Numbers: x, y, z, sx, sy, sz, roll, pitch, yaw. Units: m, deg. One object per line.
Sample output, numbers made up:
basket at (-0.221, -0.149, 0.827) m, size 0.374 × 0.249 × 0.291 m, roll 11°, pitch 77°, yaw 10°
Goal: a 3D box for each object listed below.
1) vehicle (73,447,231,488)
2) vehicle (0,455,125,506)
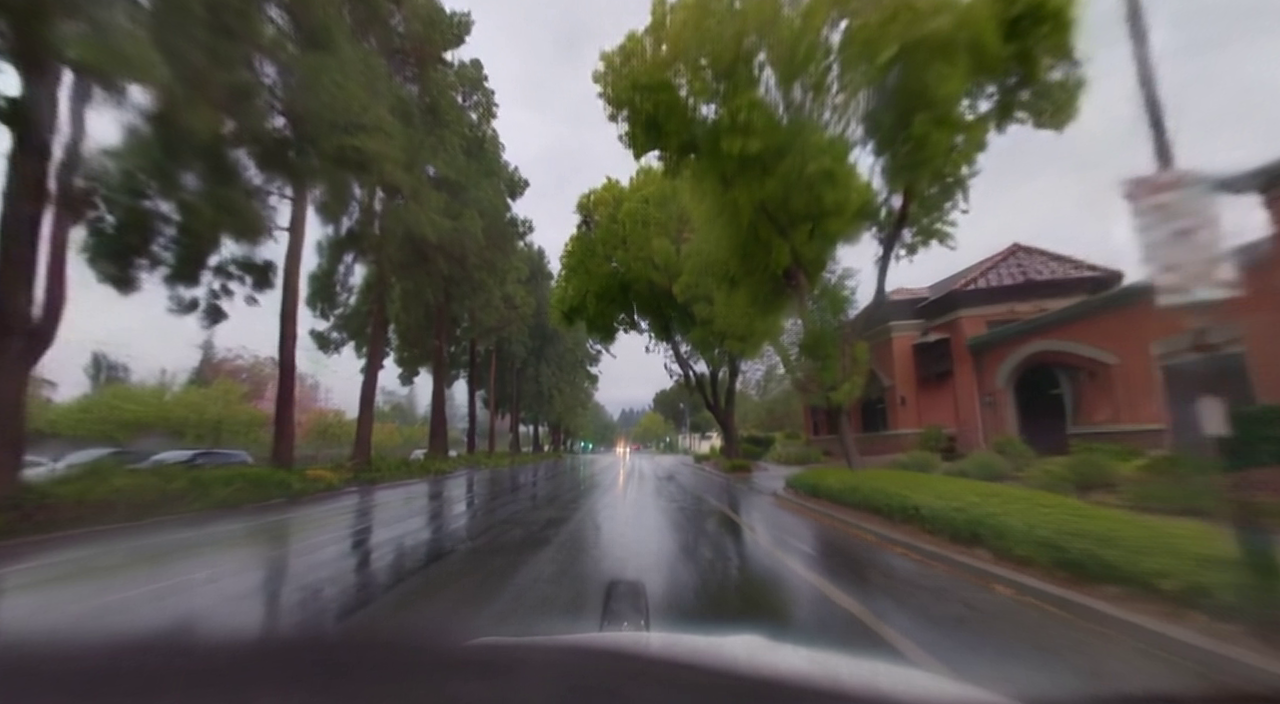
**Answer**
vehicle at (-19.365, 4.596, 25.199) m, size 4.606 × 1.544 × 1.965 m, roll 0°, pitch -9°, yaw -1°
vehicle at (-19.098, 3.974, 19.644) m, size 4.216 × 1.455 × 2.035 m, roll 0°, pitch -9°, yaw -1°
